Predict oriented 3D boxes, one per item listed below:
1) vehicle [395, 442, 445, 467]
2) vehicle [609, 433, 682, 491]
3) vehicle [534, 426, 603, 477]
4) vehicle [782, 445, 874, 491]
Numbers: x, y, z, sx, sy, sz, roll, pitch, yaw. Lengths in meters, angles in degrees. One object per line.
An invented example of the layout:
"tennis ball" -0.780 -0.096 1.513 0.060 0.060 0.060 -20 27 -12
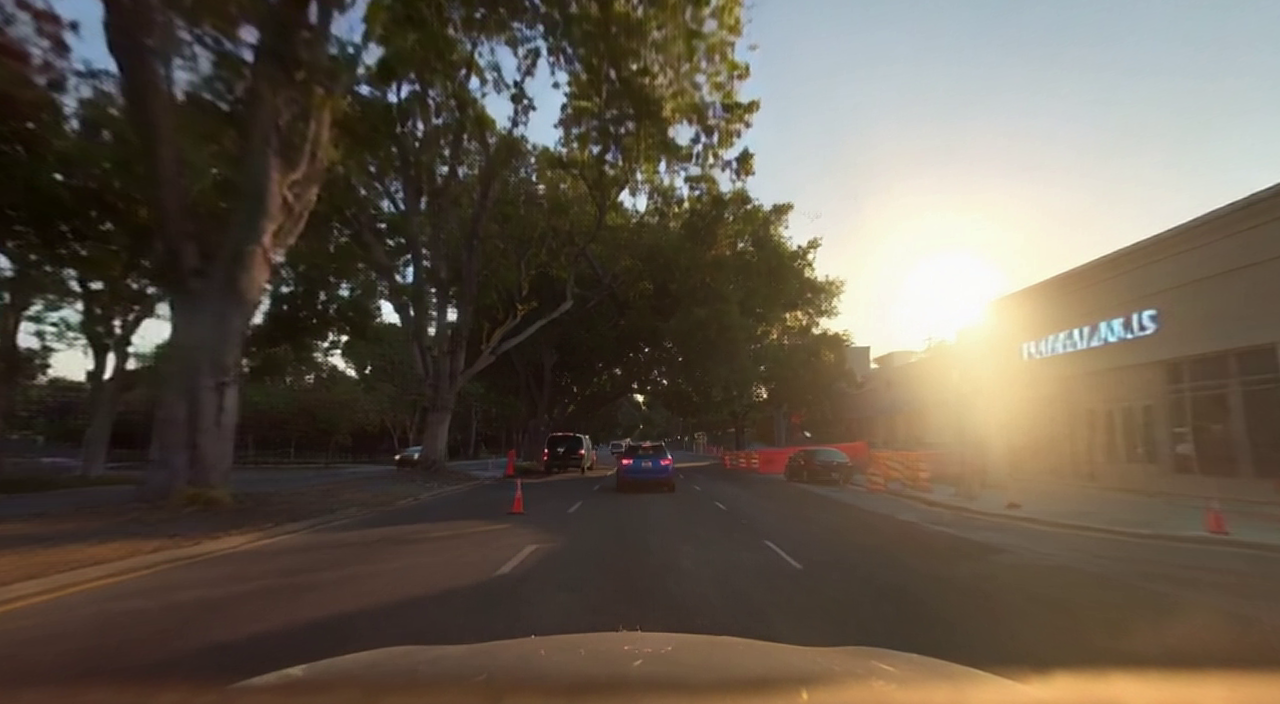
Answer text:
"vehicle" -15.502 7.215 44.695 1.898 1.702 4.456 0 -8 1
"vehicle" 0.165 3.581 20.932 2.168 1.725 4.192 0 -8 0
"vehicle" -3.118 4.509 28.855 2.357 2.063 5.488 0 -8 1
"vehicle" 6.964 4.320 23.961 2.076 1.535 4.460 1 -9 -1
